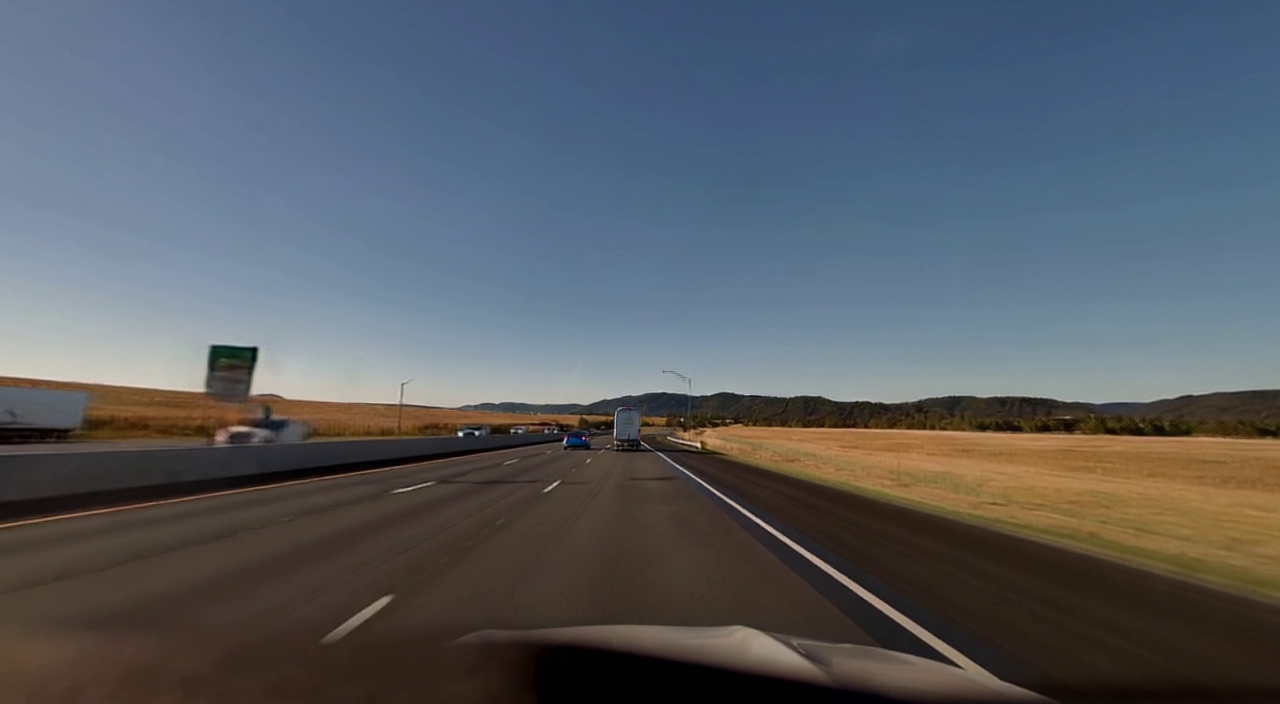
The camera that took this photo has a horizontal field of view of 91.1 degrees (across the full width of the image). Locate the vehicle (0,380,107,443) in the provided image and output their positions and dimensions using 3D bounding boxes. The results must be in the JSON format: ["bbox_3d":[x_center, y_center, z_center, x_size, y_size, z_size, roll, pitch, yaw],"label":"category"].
[{"bbox_3d":[-41.767,3.973,41.155,2.874,3.938,13.029,0,-8,-3],"label":"vehicle"}]

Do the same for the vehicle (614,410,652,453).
[{"bbox_3d":[-0.590,5.495,43.398,2.418,2.704,6.445,0,-8,-2],"label":"vehicle"}]

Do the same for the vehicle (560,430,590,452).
[{"bbox_3d":[-4.777,6.554,46.614,1.932,1.544,3.864,0,-8,-1],"label":"vehicle"}]

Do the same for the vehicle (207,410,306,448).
[{"bbox_3d":[-19.943,4.086,32.966,2.120,1.827,4.830,0,-8,0],"label":"vehicle"}]
